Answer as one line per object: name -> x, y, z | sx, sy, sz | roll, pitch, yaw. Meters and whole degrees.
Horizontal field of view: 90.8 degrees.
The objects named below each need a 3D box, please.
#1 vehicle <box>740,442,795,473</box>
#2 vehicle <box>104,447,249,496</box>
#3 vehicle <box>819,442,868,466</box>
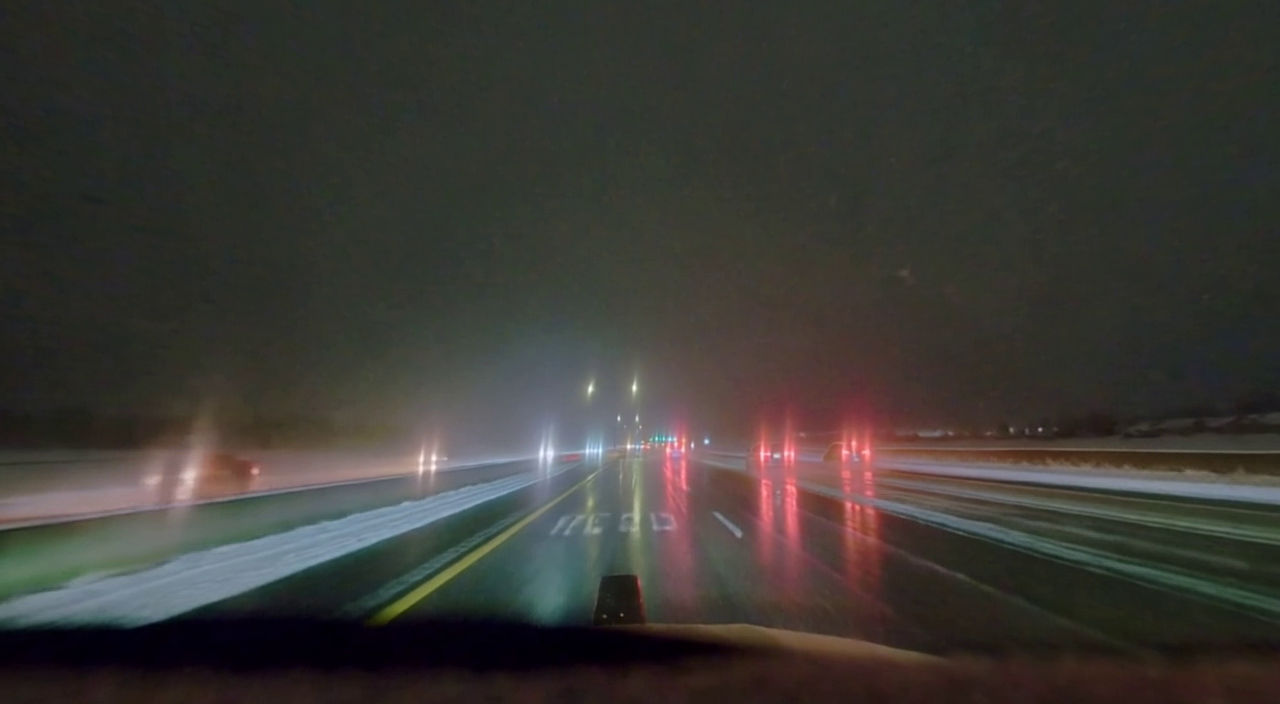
vehicle -> 6.719, 5.591, 33.655 | 2.038, 1.528, 3.910 | 0, -9, -1
vehicle -> -18.238, 4.682, 25.258 | 2.001, 1.640, 4.894 | 0, -8, 1
vehicle -> 14.606, 7.345, 45.653 | 2.025, 1.595, 4.268 | 0, -9, -1
